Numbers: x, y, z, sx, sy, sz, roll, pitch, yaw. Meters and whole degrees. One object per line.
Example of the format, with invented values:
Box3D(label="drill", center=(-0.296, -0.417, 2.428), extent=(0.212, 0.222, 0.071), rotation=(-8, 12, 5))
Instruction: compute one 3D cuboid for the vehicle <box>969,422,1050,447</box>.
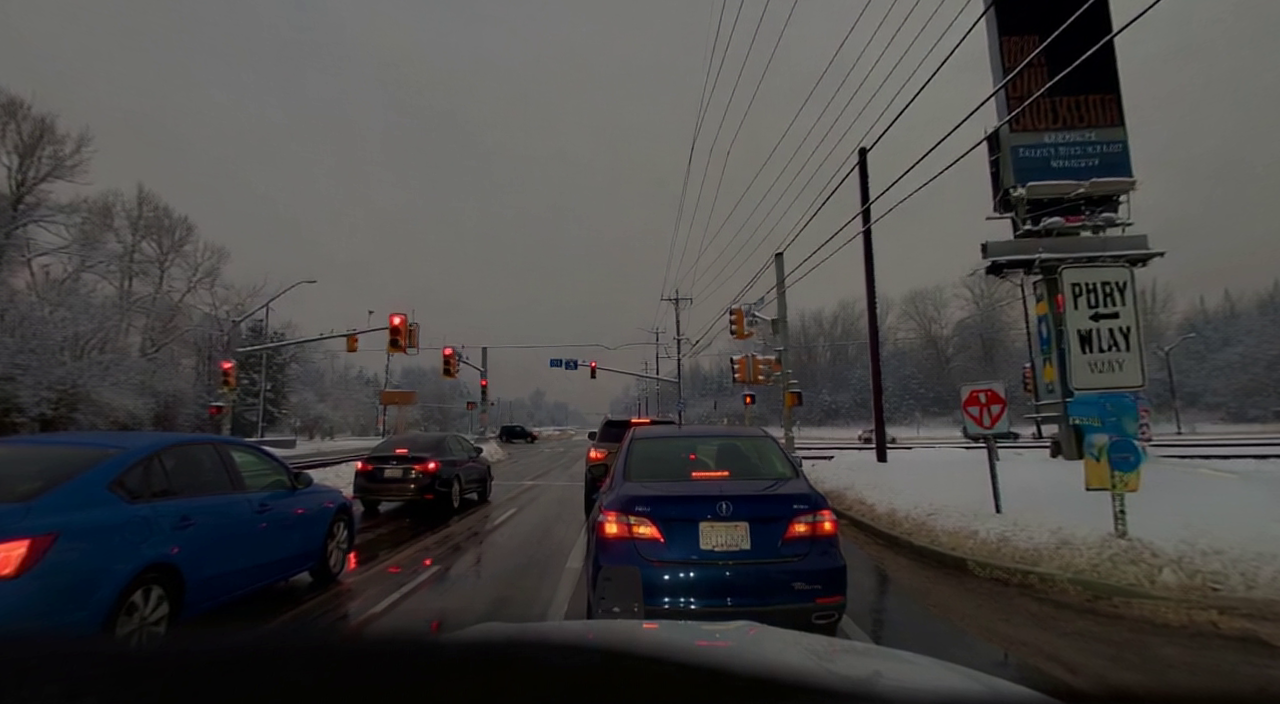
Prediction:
Box3D(label="vehicle", center=(27.165, 6.135, 46.593), extent=(4.544, 1.762, 2.272), rotation=(0, -9, -1))

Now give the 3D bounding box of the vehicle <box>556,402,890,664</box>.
Box3D(label="vehicle", center=(0.397, 1.363, 5.811), extent=(1.998, 1.529, 3.960), rotation=(0, -8, -3))

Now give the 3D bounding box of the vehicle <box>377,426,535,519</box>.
Box3D(label="vehicle", center=(-3.371, 2.288, 12.484), extent=(1.984, 1.505, 4.047), rotation=(0, -8, -2))

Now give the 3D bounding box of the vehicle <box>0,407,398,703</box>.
Box3D(label="vehicle", center=(-3.710, 1.294, 4.828), extent=(1.956, 1.468, 4.585), rotation=(0, -8, -1))
